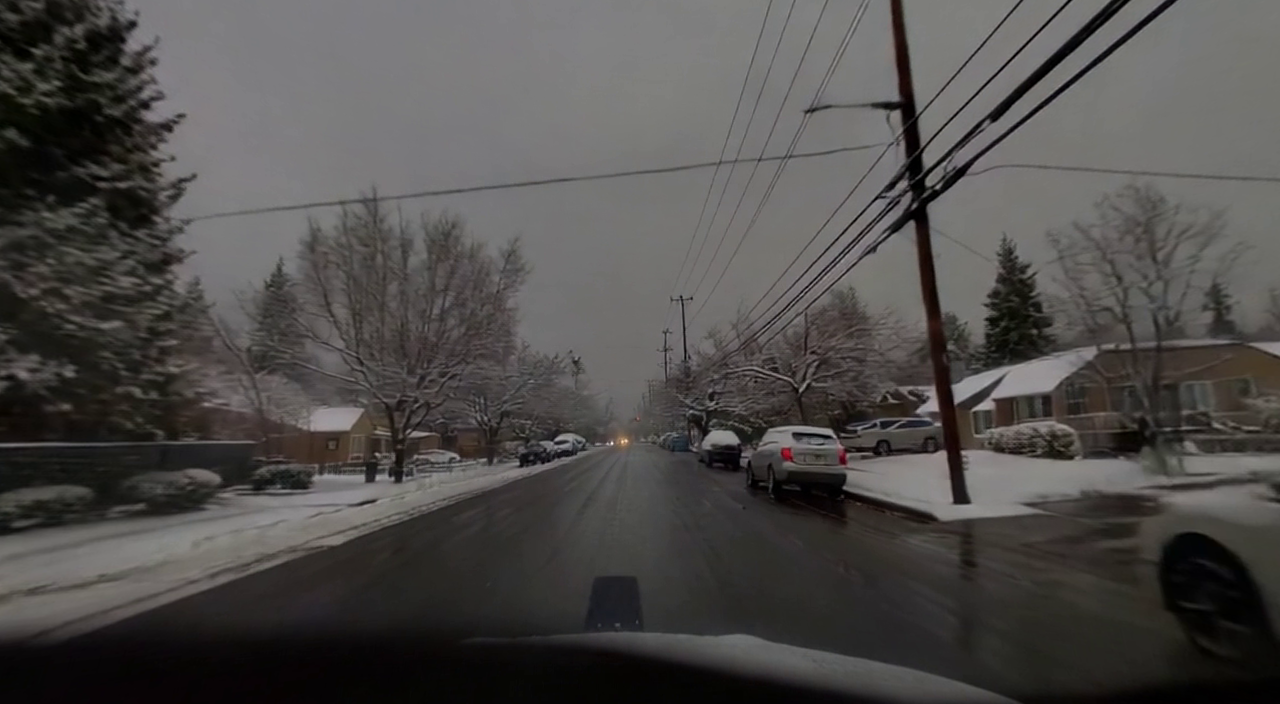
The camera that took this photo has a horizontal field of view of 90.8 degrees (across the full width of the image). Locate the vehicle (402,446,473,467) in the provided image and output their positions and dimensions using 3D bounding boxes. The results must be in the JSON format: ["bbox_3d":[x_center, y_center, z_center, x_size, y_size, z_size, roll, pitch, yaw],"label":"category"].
[{"bbox_3d":[-15.097,7.787,47.191,4.615,1.489,1.971,0,-8,2],"label":"vehicle"}]

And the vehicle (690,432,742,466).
[{"bbox_3d":[3.967,5.163,33.715,2.040,1.640,4.153,1,-8,-3],"label":"vehicle"}]

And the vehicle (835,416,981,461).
[{"bbox_3d":[11.798,3.858,28.166,5.447,1.895,2.202,0,-8,2],"label":"vehicle"}]

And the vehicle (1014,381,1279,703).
[{"bbox_3d":[4.006,0.868,2.613,2.016,1.544,4.645,0,-8,-1],"label":"vehicle"}]

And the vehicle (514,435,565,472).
[{"bbox_3d":[-5.824,5.924,37.319,2.213,1.786,4.674,-6,-7,-2],"label":"vehicle"}]

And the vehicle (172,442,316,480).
[{"bbox_3d":[-19.771,5.458,31.762,5.746,1.830,2.162,0,-8,-2],"label":"vehicle"}]

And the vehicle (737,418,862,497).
[{"bbox_3d":[3.965,2.729,16.673,2.105,1.755,4.749,0,-8,1],"label":"vehicle"}]
